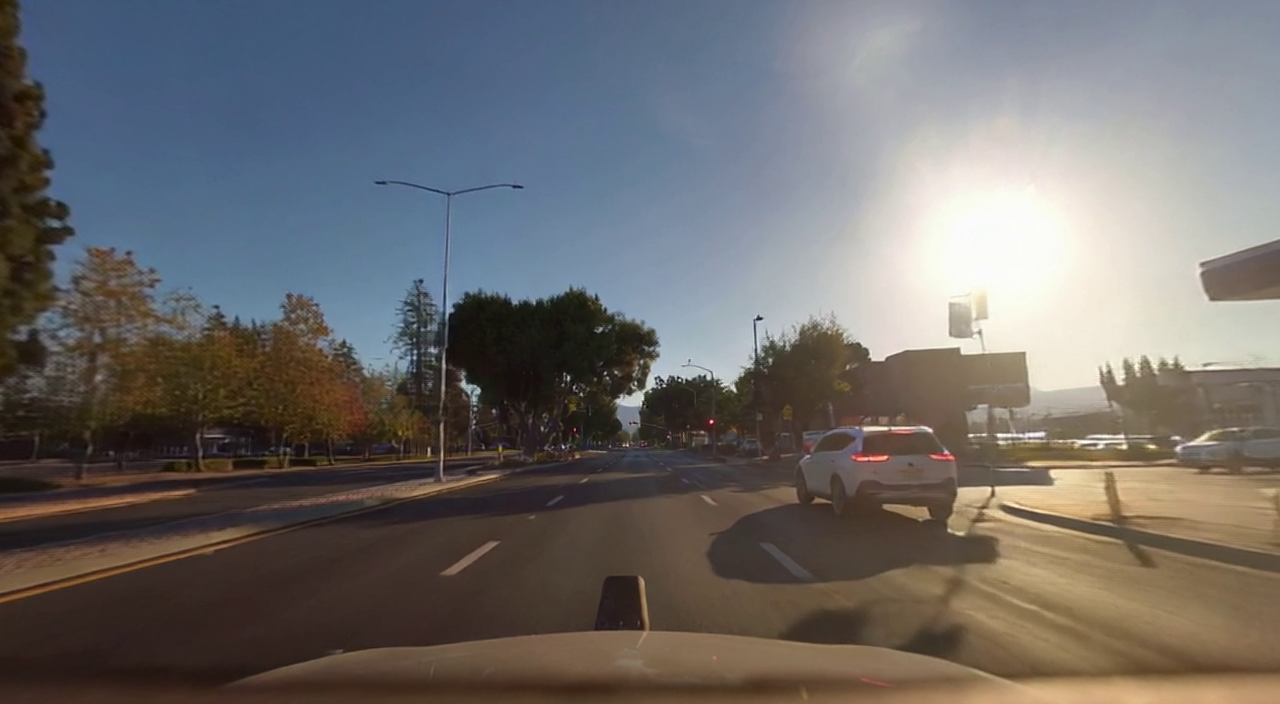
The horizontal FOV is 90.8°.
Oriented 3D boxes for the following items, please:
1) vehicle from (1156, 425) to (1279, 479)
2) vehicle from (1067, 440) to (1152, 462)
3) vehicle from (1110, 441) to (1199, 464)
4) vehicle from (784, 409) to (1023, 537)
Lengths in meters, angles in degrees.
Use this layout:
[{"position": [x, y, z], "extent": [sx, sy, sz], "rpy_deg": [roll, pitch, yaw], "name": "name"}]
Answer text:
[{"position": [23.301, 3.676, 23.360], "extent": [6.404, 1.894, 2.275], "rpy_deg": [0, -8, 0], "name": "vehicle"}, {"position": [32.988, 6.946, 44.434], "extent": [4.355, 1.479, 1.940], "rpy_deg": [0, -8, 2], "name": "vehicle"}, {"position": [33.964, 6.653, 41.768], "extent": [4.182, 1.473, 1.840], "rpy_deg": [0, -8, 1], "name": "vehicle"}, {"position": [4.487, 2.162, 11.931], "extent": [2.245, 1.864, 5.076], "rpy_deg": [0, -8, -1], "name": "vehicle"}]
